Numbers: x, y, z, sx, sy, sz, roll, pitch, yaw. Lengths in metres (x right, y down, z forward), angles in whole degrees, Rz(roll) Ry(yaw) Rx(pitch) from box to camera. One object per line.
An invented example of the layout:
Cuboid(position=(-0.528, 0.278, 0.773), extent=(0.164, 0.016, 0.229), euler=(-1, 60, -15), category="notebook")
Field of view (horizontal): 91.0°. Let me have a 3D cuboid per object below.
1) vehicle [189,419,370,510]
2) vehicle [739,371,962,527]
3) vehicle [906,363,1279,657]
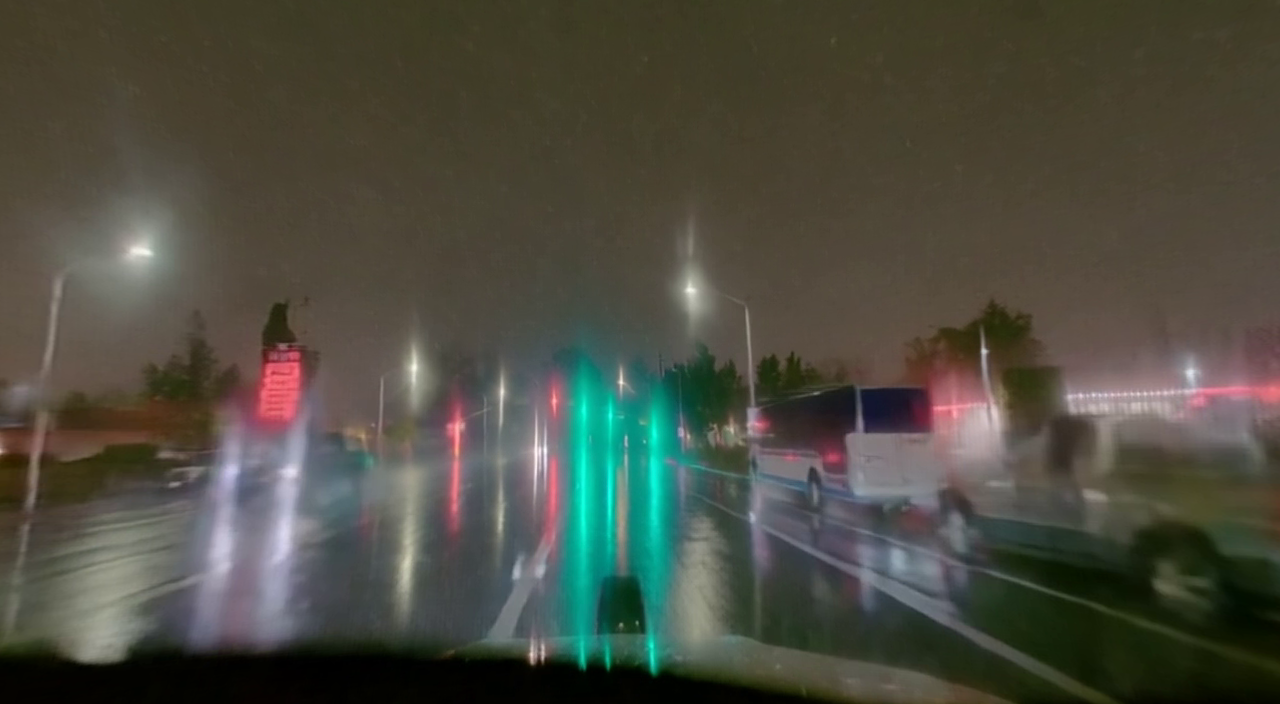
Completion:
Cuboid(position=(-9.188, 2.889, 16.703), extent=(2.235, 2.023, 4.923), euler=(1, -8, -6), category="vehicle")
Cuboid(position=(4.496, 2.192, 15.057), extent=(2.739, 2.866, 6.142), euler=(-1, -7, -4), category="vehicle")
Cuboid(position=(5.212, 1.451, 6.918), extent=(2.002, 2.010, 5.145), euler=(1, -8, -4), category="vehicle")
